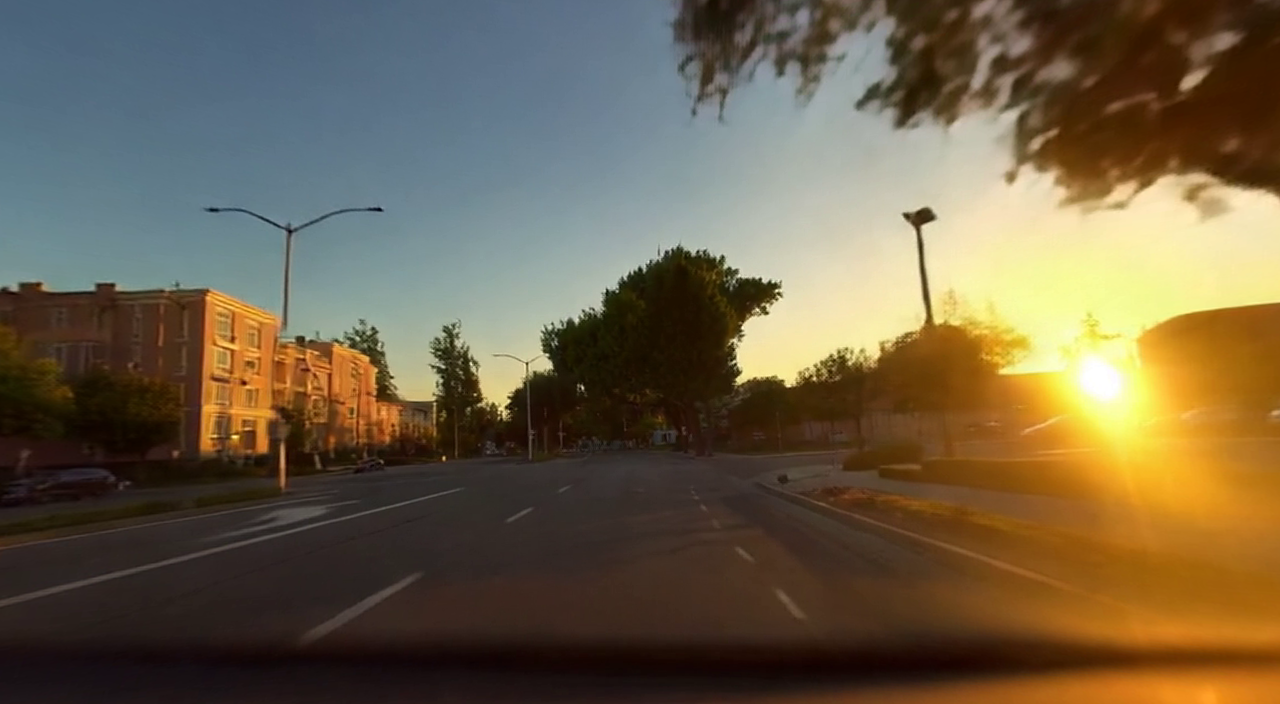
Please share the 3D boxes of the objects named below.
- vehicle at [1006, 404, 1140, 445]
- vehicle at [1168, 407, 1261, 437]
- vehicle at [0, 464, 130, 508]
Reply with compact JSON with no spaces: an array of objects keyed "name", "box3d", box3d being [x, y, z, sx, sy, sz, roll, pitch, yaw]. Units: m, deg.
[{"name":"vehicle","box3d":[22.256,3.734,32.644,5.135,1.964,2.402,0,-7,0]},{"name":"vehicle","box3d":[39.693,4.837,43.694,4.307,1.649,2.142,-4,-9,-4]},{"name":"vehicle","box3d":[-26.506,6.108,29.169,1.931,1.673,4.623,-1,-8,2]}]
